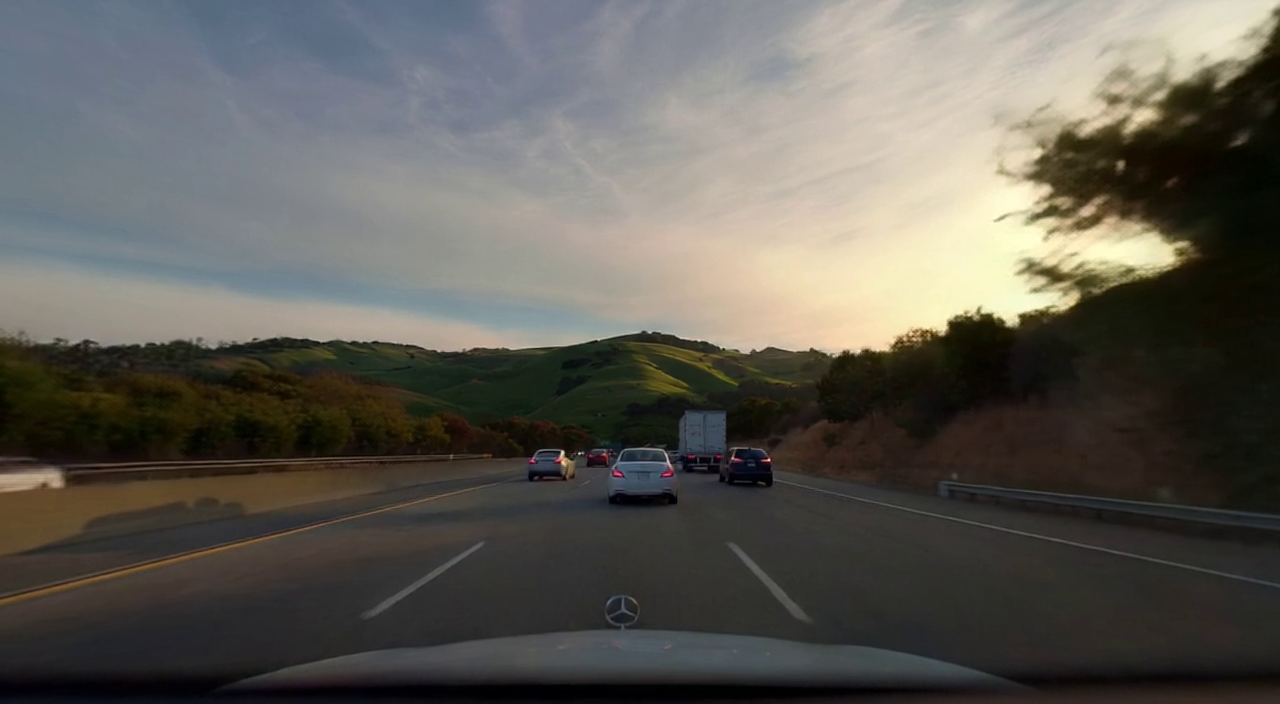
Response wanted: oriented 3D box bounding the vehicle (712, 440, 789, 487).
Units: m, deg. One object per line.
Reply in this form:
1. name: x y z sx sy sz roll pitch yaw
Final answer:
1. vehicle: 4.059 4.200 23.977 2.029 1.579 4.484 0 -9 -1

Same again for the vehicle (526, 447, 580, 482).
1. vehicle: -3.879 5.091 28.778 1.848 1.486 3.832 -1 -9 2

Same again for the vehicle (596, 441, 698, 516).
1. vehicle: 0.147 2.850 14.559 2.041 1.484 3.535 0 -9 0
